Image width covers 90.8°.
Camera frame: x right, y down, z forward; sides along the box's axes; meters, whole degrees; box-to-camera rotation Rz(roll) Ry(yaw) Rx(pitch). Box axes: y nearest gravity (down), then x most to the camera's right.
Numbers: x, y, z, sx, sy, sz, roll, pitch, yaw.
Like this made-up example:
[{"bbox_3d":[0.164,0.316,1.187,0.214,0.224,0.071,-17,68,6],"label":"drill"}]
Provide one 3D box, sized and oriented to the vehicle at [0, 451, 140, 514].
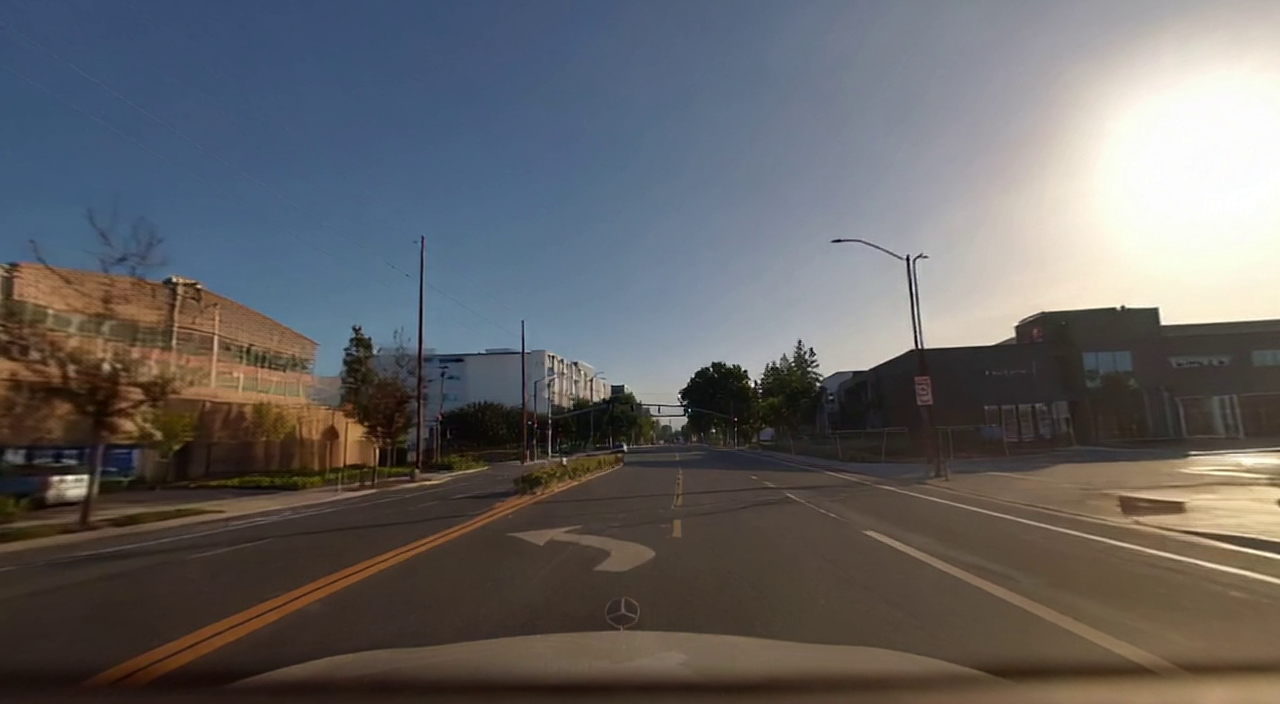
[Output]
[{"bbox_3d":[-19.143,4.059,20.144,2.030,1.759,4.949,-1,-8,5],"label":"vehicle"}]
